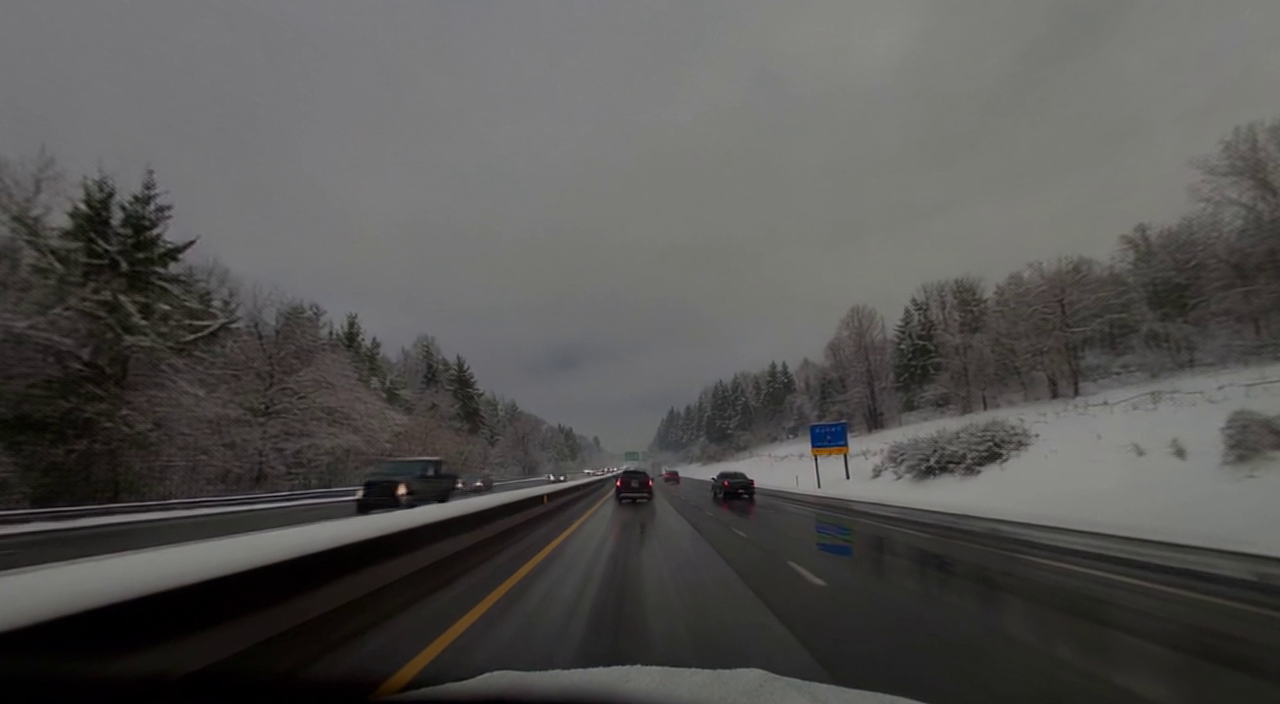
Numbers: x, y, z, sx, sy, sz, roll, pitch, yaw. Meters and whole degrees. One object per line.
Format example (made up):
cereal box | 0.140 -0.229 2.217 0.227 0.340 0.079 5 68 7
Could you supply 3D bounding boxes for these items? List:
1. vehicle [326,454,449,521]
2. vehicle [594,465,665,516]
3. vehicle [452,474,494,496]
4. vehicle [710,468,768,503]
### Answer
vehicle | -8.620 4.686 22.125 2.231 2.036 4.904 1 -10 0
vehicle | -0.309 4.429 20.470 2.060 1.473 3.726 1 -10 0
vehicle | -12.140 9.703 46.114 1.880 1.420 4.212 1 -10 0
vehicle | 4.560 6.241 29.695 1.974 1.476 4.119 1 -10 -1
